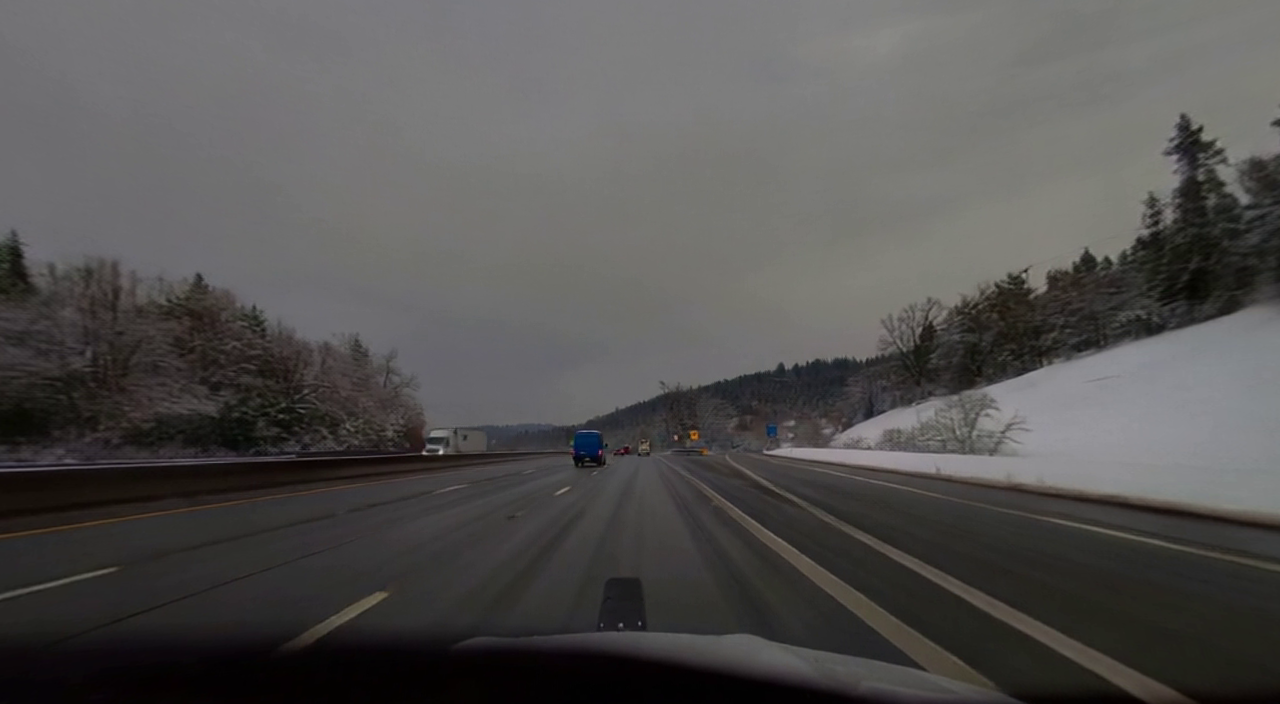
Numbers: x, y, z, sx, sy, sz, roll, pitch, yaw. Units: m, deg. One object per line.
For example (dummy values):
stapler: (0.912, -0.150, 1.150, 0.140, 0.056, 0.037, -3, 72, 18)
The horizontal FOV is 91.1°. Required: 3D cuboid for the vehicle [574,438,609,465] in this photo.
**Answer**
vehicle: (-3.528, 7.309, 46.295, 2.169, 1.849, 4.639, 0, -8, 0)
